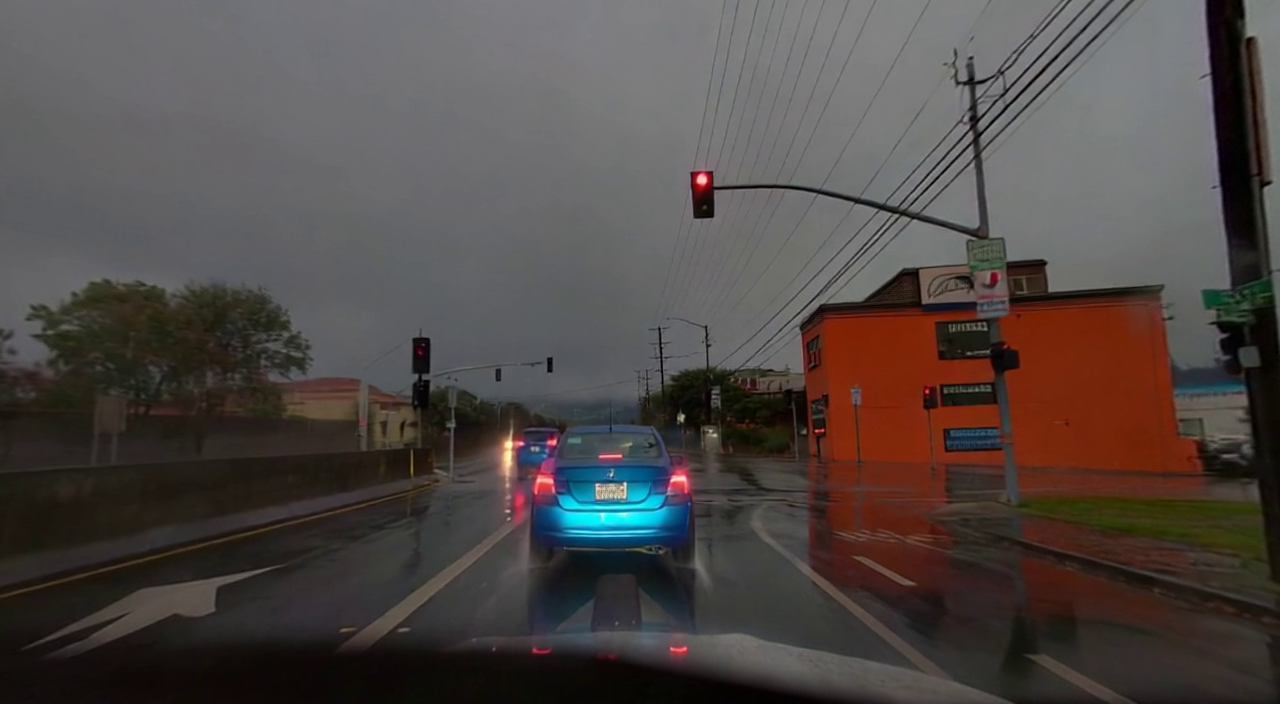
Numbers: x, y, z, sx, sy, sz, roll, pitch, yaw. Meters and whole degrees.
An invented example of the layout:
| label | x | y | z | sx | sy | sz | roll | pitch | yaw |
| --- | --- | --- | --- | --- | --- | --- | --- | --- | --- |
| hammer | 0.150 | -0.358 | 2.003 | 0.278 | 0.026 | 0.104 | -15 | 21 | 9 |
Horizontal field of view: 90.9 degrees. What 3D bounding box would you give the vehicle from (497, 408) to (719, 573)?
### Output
| label | x | y | z | sx | sy | sz | roll | pitch | yaw |
| --- | --- | --- | --- | --- | --- | --- | --- | --- | --- |
| vehicle | -0.302 | 1.583 | 7.940 | 2.123 | 1.566 | 3.662 | 0 | -8 | 0 |
